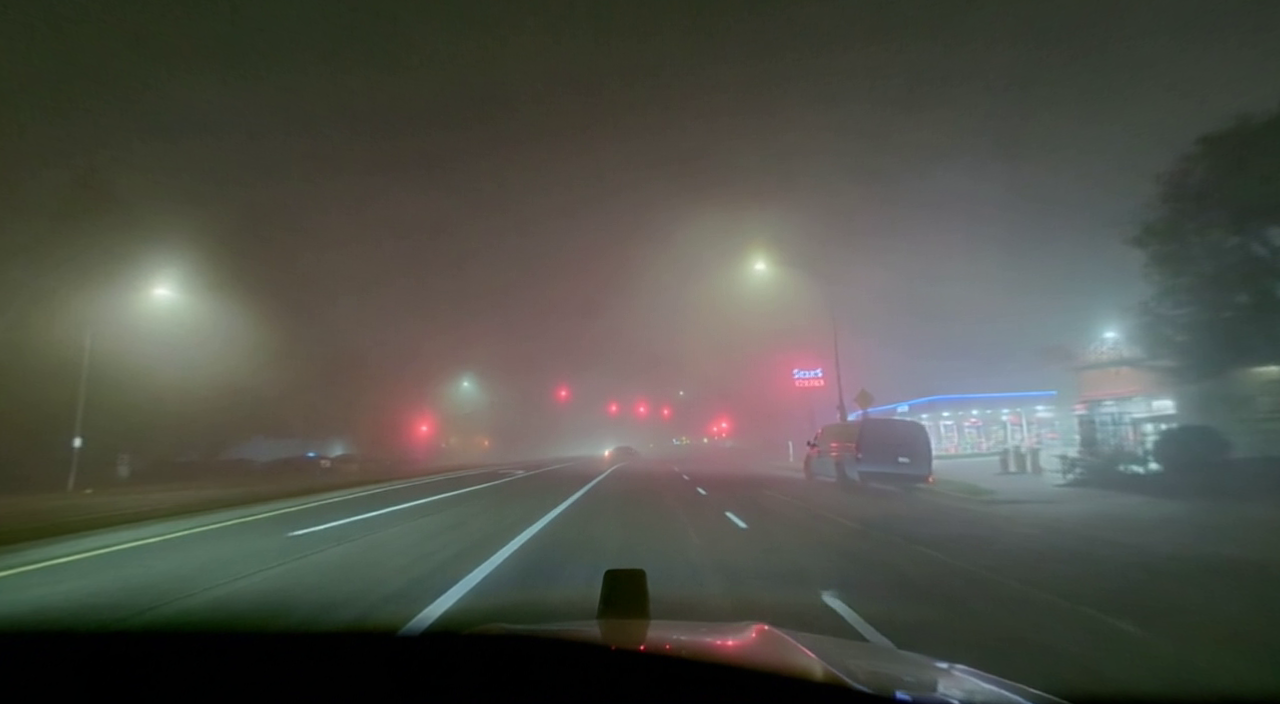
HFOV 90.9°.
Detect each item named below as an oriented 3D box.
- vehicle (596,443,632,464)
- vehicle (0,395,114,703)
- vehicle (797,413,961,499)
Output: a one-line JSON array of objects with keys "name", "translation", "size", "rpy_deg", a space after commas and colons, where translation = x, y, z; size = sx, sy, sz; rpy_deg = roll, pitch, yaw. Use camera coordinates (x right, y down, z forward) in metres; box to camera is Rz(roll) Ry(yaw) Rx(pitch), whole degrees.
[{"name": "vehicle", "translation": [-1.859, 7.479, 46.541], "size": [2.082, 1.460, 4.442], "rpy_deg": [-1, -8, 5]}, {"name": "vehicle", "translation": [-3.384, 0.646, 0.559], "size": [2.018, 1.470, 4.346], "rpy_deg": [0, -8, 1]}, {"name": "vehicle", "translation": [7.329, 3.311, 20.500], "size": [2.764, 2.327, 6.492], "rpy_deg": [0, -8, 0]}]
